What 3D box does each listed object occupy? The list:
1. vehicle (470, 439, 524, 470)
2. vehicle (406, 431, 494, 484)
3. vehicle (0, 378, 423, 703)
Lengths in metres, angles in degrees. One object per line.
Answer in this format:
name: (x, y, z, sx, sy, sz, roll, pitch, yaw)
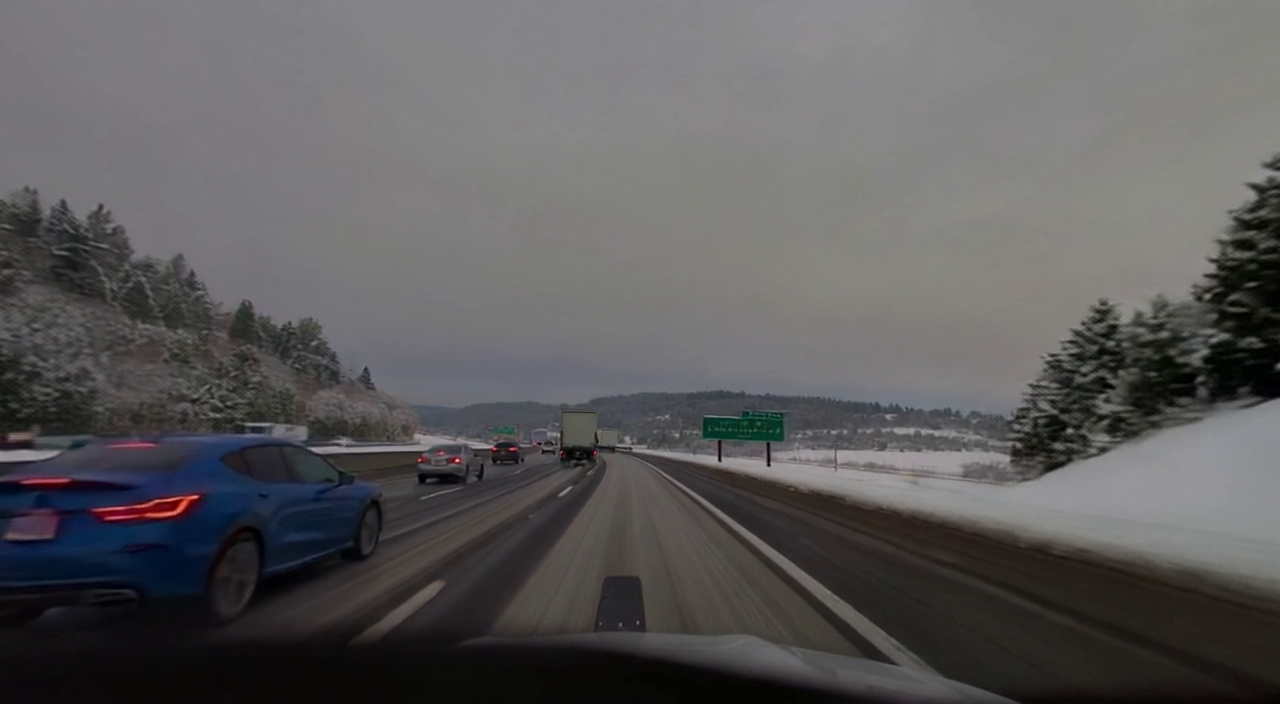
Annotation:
vehicle: (-8.048, 5.807, 35.898, 2.099, 1.644, 4.638, 1, -9, -1)
vehicle: (-6.823, 3.841, 23.100, 2.081, 1.740, 4.268, 1, -9, -3)
vehicle: (-3.857, 1.321, 5.619, 2.180, 1.685, 4.668, 0, -9, 0)
